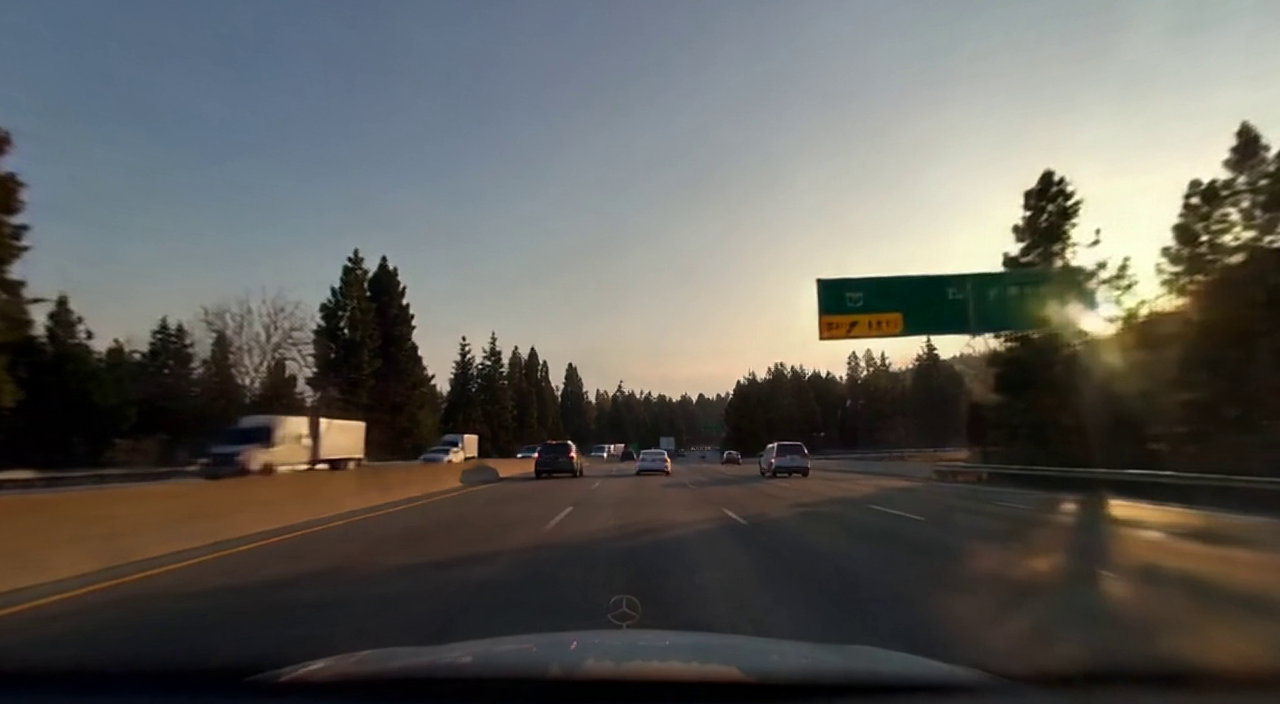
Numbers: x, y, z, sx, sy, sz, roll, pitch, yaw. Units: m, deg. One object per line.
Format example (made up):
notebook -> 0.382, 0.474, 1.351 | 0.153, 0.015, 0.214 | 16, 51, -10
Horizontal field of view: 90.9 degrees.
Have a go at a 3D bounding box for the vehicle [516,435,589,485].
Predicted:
vehicle -> -3.238, 4.135, 24.379 | 2.140, 1.720, 4.410 | 0, -9, 1

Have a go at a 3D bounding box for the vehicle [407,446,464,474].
vehicle -> -12.143, 6.422, 37.779 | 1.926, 1.518, 4.327 | 0, -9, 1

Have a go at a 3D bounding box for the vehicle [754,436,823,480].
vehicle -> 7.051, 5.107, 30.562 | 2.094, 1.916, 5.099 | 0, -9, 0

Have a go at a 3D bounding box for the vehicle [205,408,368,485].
vehicle -> -16.146, 4.421, 29.767 | 2.833, 3.095, 8.225 | -1, -8, 1

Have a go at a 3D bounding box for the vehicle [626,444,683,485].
vehicle -> 0.548, 4.373, 24.861 | 2.071, 1.464, 4.162 | 0, -9, 1
